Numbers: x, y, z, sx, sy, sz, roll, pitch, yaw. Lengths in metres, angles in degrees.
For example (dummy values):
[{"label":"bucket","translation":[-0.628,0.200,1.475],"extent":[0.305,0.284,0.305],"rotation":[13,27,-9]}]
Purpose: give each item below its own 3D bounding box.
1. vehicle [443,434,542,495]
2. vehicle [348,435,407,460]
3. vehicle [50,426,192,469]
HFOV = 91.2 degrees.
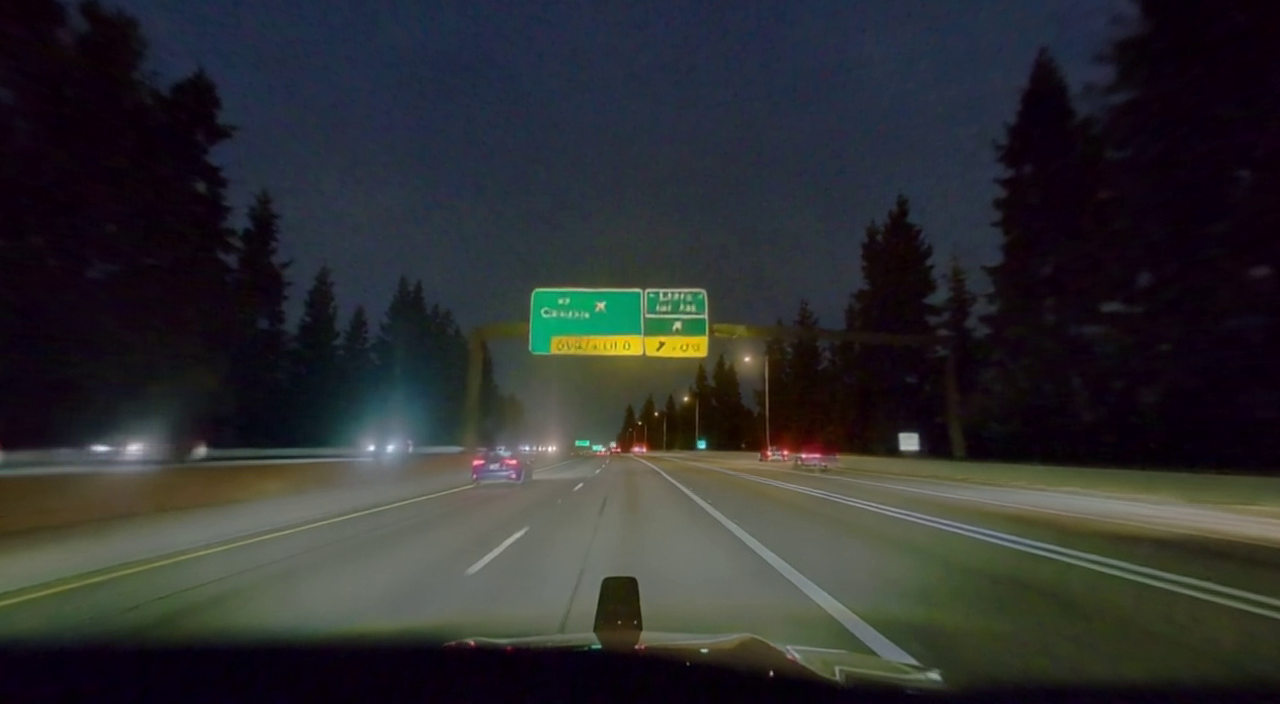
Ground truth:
[{"label":"vehicle","translation":[-4.294,3.338,18.901],"extent":[2.071,1.615,3.868],"rotation":[0,-9,0]},{"label":"vehicle","translation":[-17.925,6.586,43.057],"extent":[1.998,1.562,5.127],"rotation":[0,-9,-2]},{"label":"vehicle","translation":[-21.067,3.935,25.761],"extent":[1.896,1.566,4.673],"rotation":[0,-9,-1]}]
